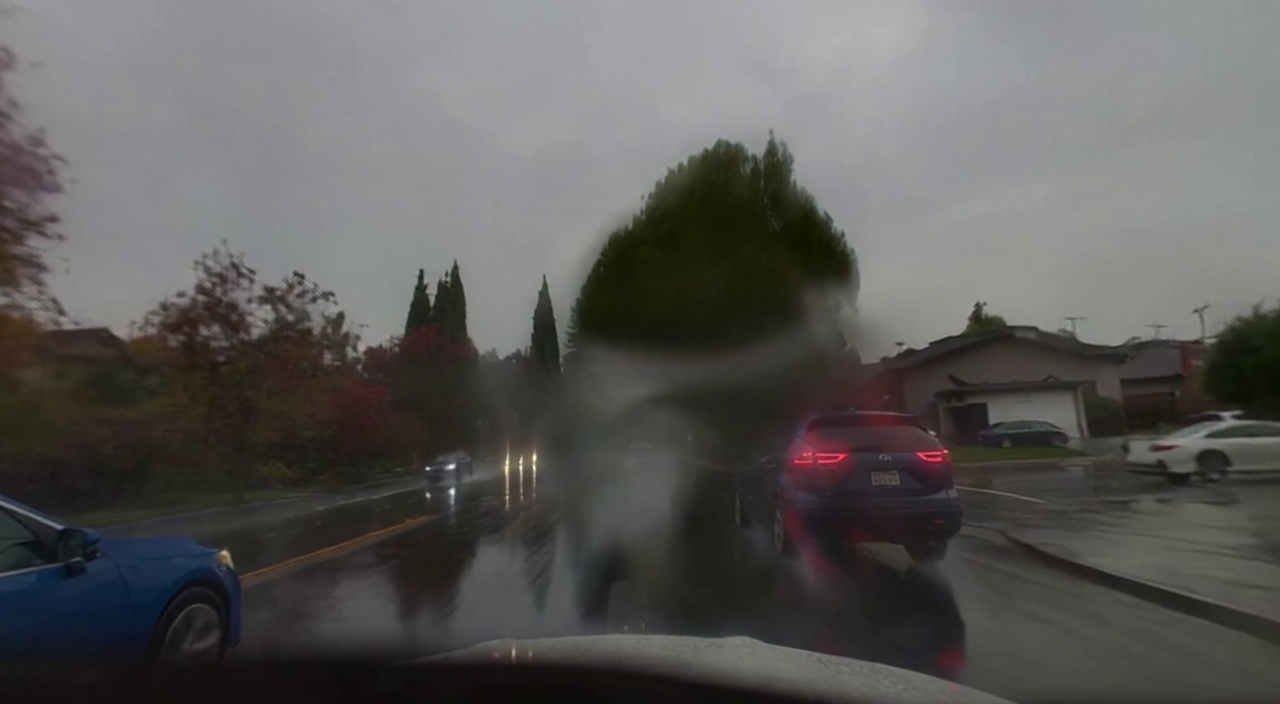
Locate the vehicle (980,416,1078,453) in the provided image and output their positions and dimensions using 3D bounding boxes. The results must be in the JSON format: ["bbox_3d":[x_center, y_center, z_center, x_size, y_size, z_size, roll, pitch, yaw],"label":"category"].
[{"bbox_3d":[19.810,4.294,32.367,1.984,1.740,4.601,0,-8,-1],"label":"vehicle"}]

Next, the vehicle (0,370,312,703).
[{"bbox_3d":[-3.290,0.871,1.988,2.058,1.659,4.514,0,-8,0],"label":"vehicle"}]

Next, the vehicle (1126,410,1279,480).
[{"bbox_3d":[15.808,2.425,16.517,4.392,1.701,1.991,-1,-8,1],"label":"vehicle"}]

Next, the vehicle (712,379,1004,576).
[{"bbox_3d":[2.624,1.732,9.517,2.338,2.063,5.592,0,-8,-1],"label":"vehicle"}]

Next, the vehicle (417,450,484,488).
[{"bbox_3d":[-9.457,5.873,31.876,2.058,1.718,4.232,0,-8,0],"label":"vehicle"}]
